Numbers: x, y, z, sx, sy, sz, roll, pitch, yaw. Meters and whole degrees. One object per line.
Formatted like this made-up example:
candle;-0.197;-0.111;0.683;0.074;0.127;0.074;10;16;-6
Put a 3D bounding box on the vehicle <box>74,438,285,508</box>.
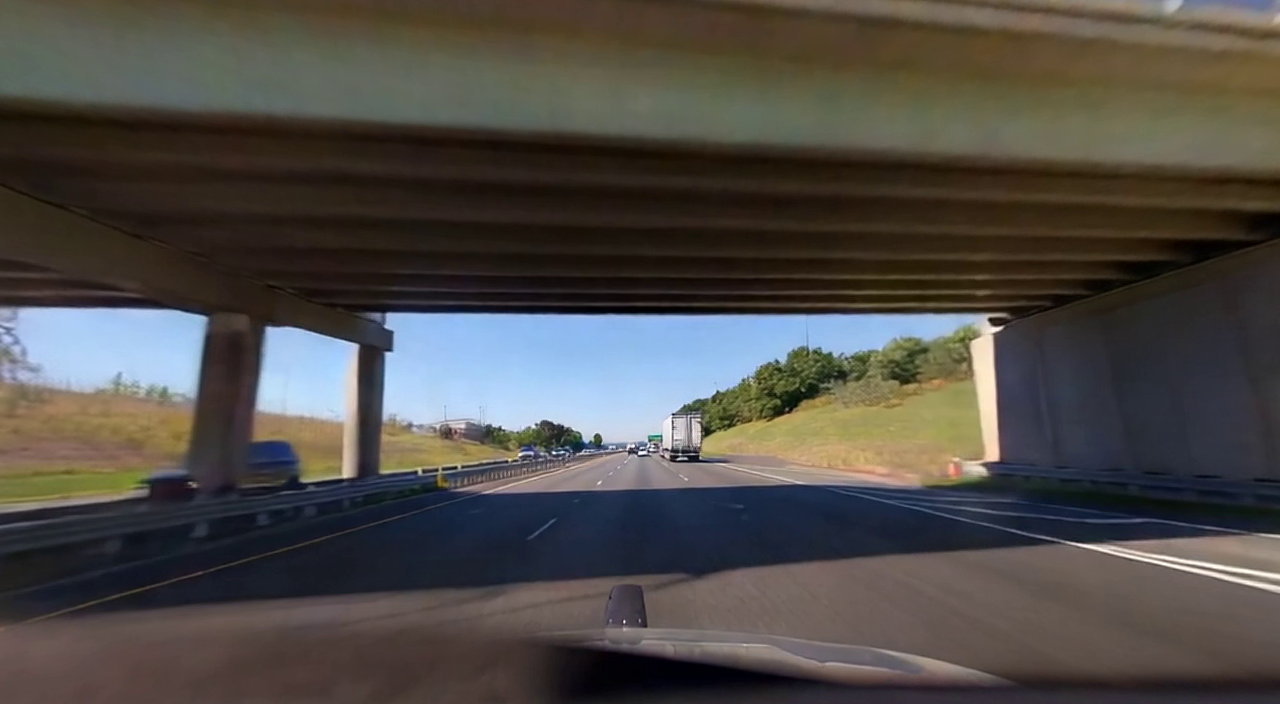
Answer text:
vehicle;-11.764;3.104;16.638;1.965;1.553;4.715;0;-9;0
